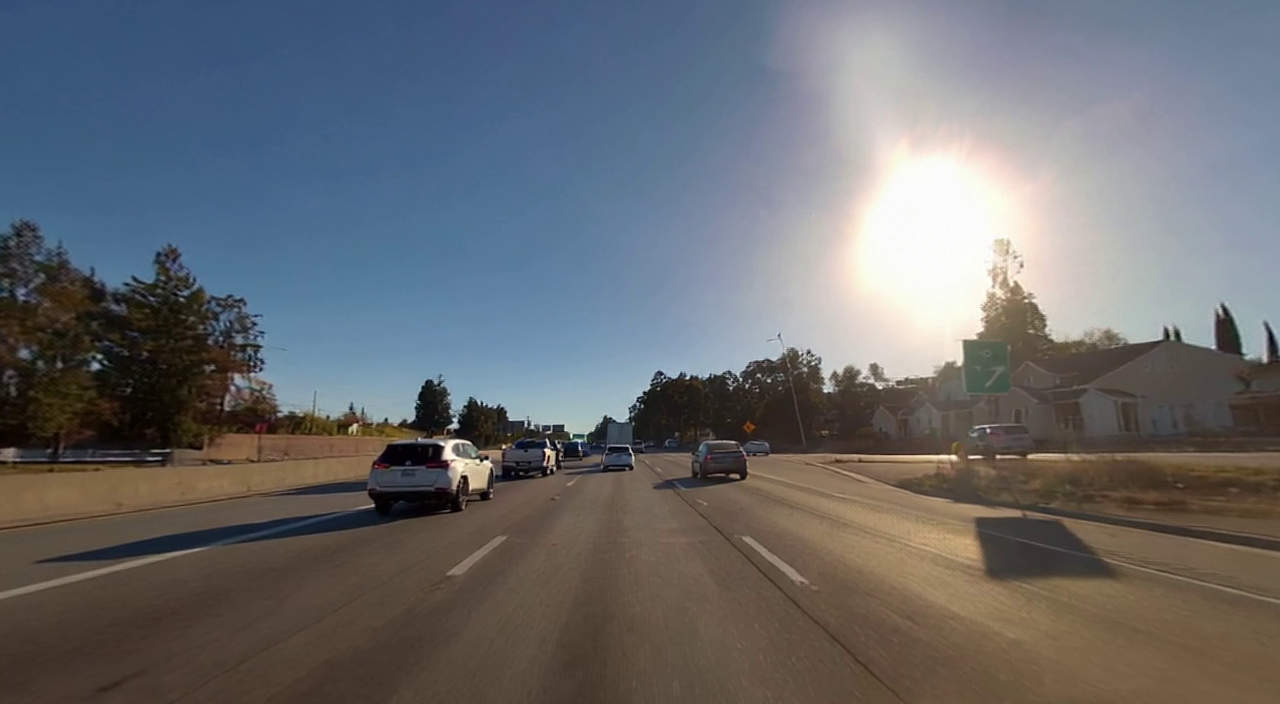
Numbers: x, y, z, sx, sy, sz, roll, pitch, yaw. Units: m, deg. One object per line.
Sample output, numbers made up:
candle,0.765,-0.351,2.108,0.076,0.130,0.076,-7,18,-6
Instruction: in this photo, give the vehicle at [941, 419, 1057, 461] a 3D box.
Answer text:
vehicle,15.203,3.793,27.044,2.048,1.674,4.106,2,-9,-10

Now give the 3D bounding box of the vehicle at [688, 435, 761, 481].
vehicle,3.097,3.986,23.978,2.027,1.554,4.252,0,-9,-2

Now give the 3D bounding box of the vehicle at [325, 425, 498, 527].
vehicle,-4.253,2.367,12.562,1.988,1.668,4.021,0,-9,-1

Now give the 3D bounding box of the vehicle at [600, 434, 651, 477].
vehicle,-0.645,4.514,27.741,2.063,1.703,4.203,0,-9,-2

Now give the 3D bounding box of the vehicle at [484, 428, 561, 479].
vehicle,-4.828,4.294,26.875,2.301,1.944,5.482,0,-9,-1
